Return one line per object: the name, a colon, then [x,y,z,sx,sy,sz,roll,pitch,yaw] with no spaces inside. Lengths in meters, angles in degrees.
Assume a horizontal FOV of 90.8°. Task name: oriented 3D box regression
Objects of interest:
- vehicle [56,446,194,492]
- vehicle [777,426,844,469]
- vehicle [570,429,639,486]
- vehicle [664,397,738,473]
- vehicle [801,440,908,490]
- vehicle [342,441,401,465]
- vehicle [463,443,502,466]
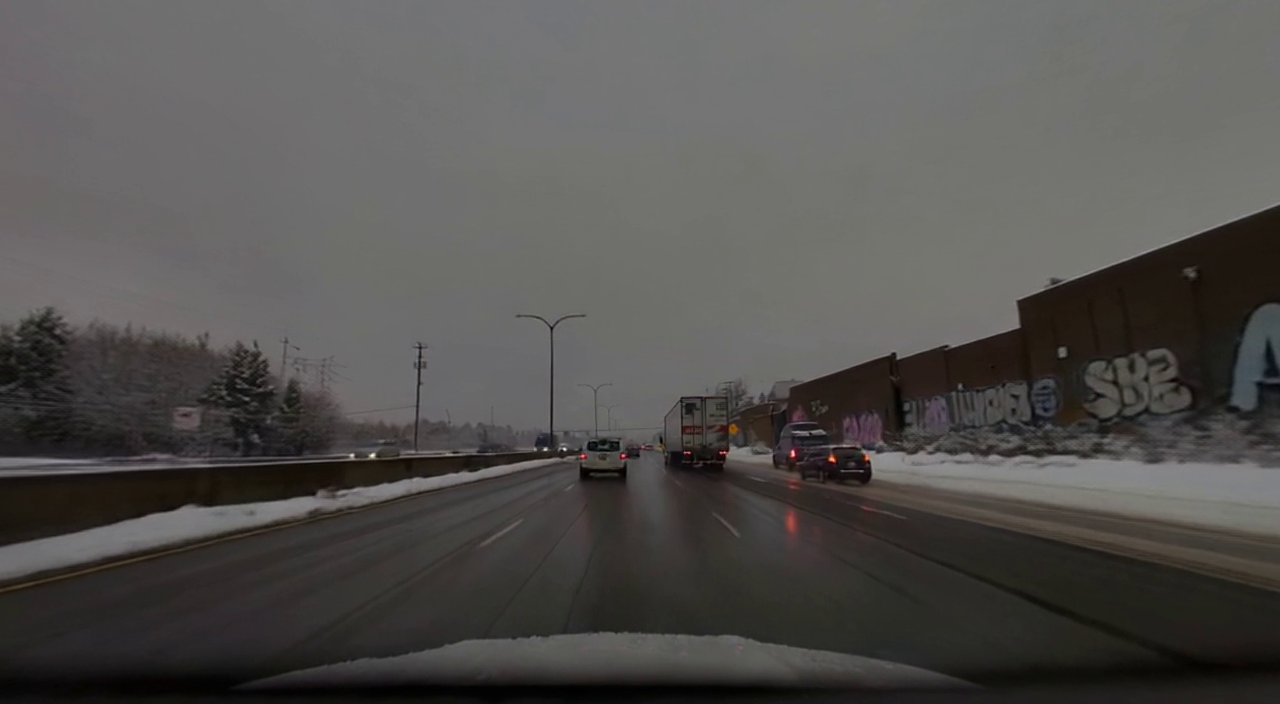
vehicle: [-17.181,3.893,21.327,1.607,1.389,3.580,0,-9,0]
vehicle: [10.054,5.731,37.896,2.322,2.360,6.433,0,-9,1]
vehicle: [-1.318,3.870,23.354,2.249,1.843,5.176,1,-9,-3]
vehicle: [3.233,4.928,36.800,2.976,3.806,10.591,0,-9,-1]
vehicle: [7.049,3.747,21.337,1.915,1.476,4.677,0,-9,-1]
vehicle: [-19.387,7.324,45.849,2.164,1.657,4.809,0,-9,0]
vehicle: [-10.892,7.126,43.880,1.674,1.481,3.535,1,-9,1]
